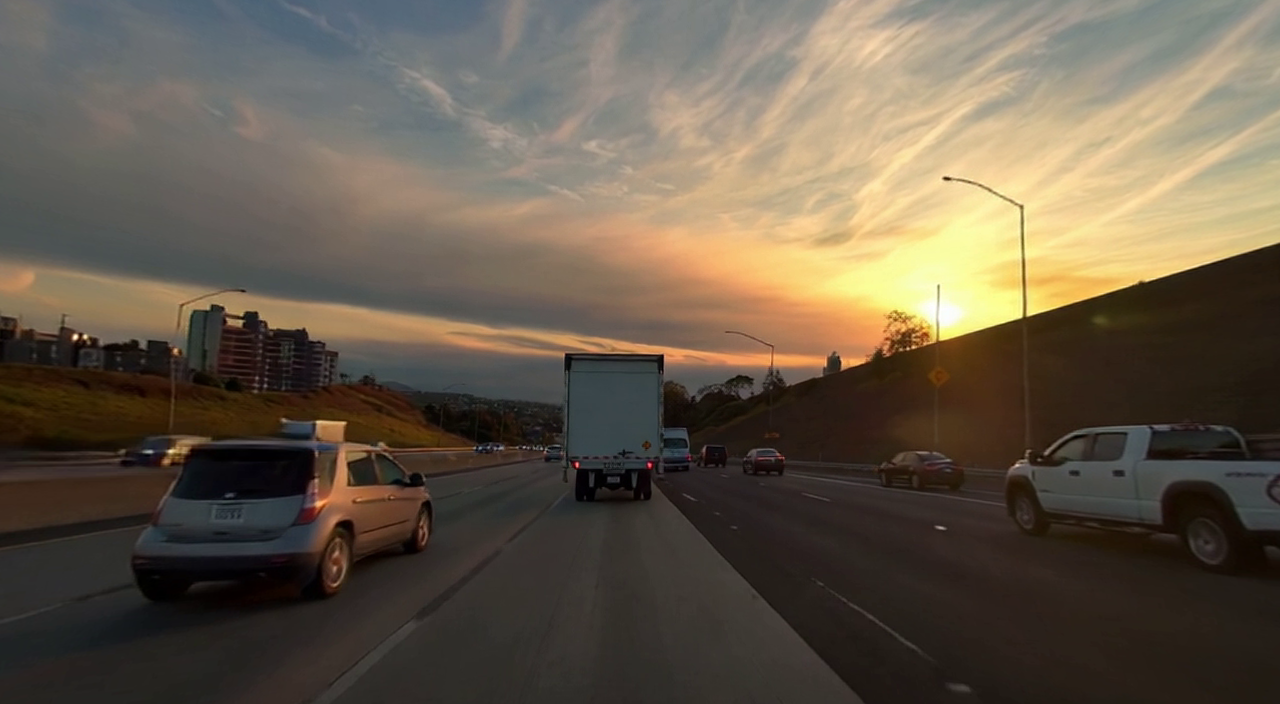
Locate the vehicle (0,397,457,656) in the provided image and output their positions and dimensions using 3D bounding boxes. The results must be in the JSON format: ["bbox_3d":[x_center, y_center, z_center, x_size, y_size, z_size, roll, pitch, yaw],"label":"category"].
[{"bbox_3d":[-3.364,1.433,6.198,1.946,1.641,4.105,0,-9,-1],"label":"vehicle"}]

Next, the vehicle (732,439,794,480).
[{"bbox_3d":[6.143,5.431,32.207,2.070,1.888,4.546,0,-9,-2],"label":"vehicle"}]

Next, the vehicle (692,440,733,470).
[{"bbox_3d":[5.460,7.814,48.047,2.297,2.116,5.052,0,-9,-2],"label":"vehicle"}]

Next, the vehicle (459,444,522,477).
[{"bbox_3d":[-7.303,5.353,31.404,1.973,1.471,4.779,0,-9,0],"label":"vehicle"}]

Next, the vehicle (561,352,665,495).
[{"bbox_3d":[-0.763,2.801,23.297,2.906,4.040,10.743,0,-9,0],"label":"vehicle"}]

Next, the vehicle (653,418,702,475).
[{"bbox_3d":[2.397,6.529,43.732,2.669,3.491,8.645,0,-9,-1],"label":"vehicle"}]

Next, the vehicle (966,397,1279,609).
[{"bbox_3d":[6.324,1.578,7.429,2.188,1.731,5.031,0,-9,-1],"label":"vehicle"}]

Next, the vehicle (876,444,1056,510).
[{"bbox_3d":[8.470,3.265,17.082,2.002,1.472,4.950,0,-9,-3],"label":"vehicle"}]
